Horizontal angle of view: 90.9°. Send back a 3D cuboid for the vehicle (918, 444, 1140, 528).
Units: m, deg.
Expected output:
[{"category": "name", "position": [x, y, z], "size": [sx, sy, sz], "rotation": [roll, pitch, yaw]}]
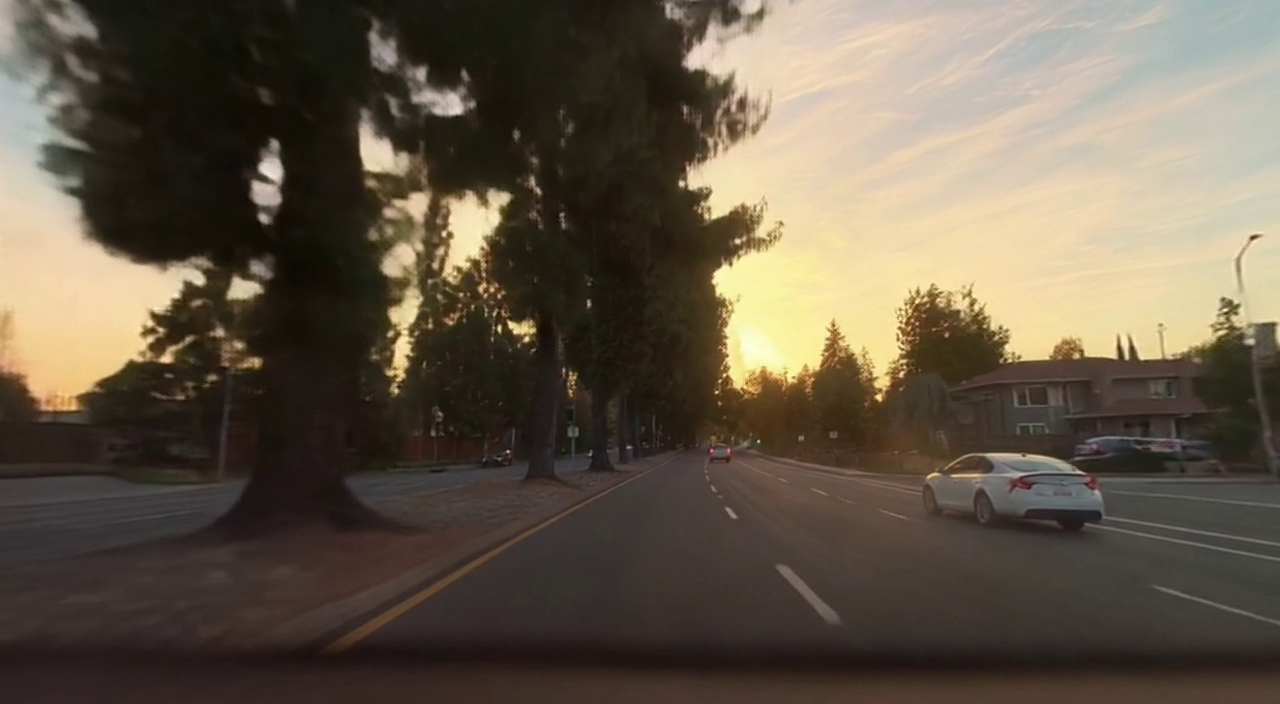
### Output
[{"category": "vehicle", "position": [7.782, 2.678, 13.260], "size": [1.855, 1.444, 4.389], "rotation": [0, -8, 0]}]
